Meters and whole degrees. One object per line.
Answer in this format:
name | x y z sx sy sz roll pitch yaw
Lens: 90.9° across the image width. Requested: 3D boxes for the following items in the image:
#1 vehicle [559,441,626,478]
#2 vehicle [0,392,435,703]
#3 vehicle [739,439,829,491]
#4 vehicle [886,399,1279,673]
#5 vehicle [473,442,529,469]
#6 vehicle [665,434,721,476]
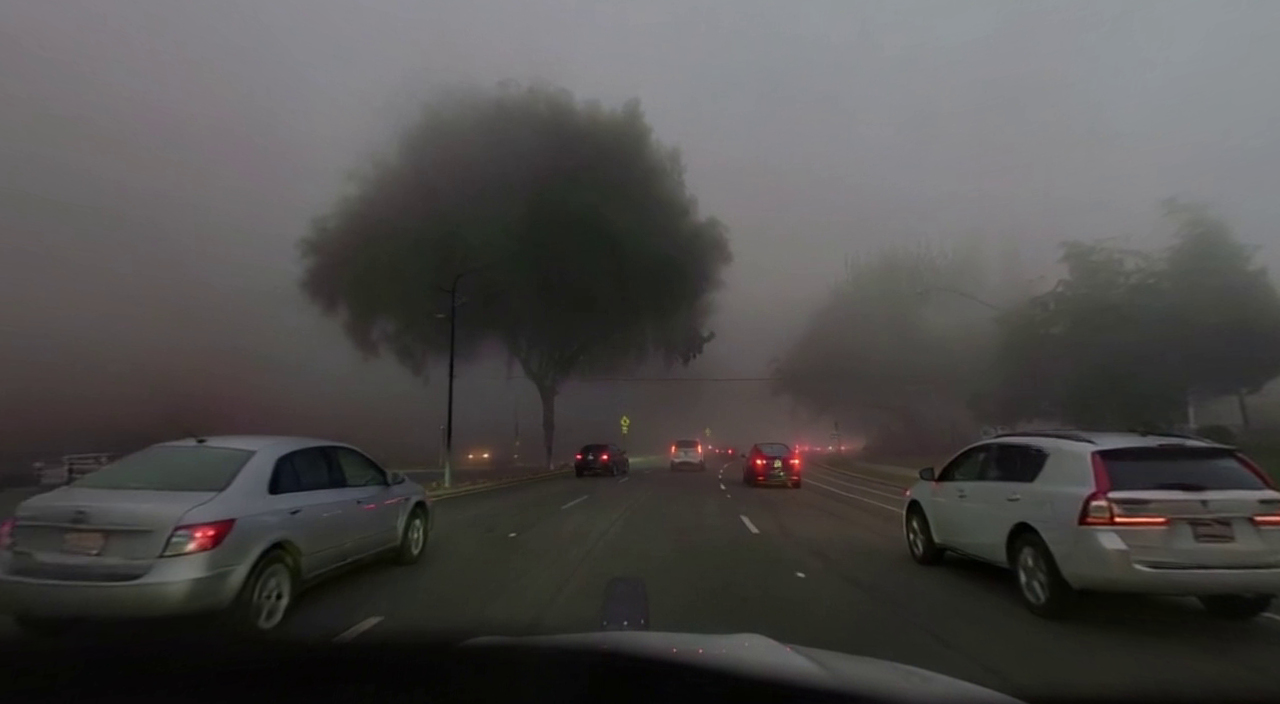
vehicle | -2.010 4.757 28.158 2.006 1.464 4.586 -2 -9 8
vehicle | -3.421 1.222 4.524 2.169 1.468 4.716 -1 -9 2
vehicle | 4.416 3.538 20.038 2.117 1.472 4.158 -1 -9 4
vehicle | 3.700 1.299 5.355 1.859 1.540 3.454 -1 -9 1
vehicle | -8.892 6.660 40.802 2.010 1.598 4.355 -2 -9 10
vehicle | 2.528 4.739 29.127 2.250 1.768 4.574 -2 -9 8
